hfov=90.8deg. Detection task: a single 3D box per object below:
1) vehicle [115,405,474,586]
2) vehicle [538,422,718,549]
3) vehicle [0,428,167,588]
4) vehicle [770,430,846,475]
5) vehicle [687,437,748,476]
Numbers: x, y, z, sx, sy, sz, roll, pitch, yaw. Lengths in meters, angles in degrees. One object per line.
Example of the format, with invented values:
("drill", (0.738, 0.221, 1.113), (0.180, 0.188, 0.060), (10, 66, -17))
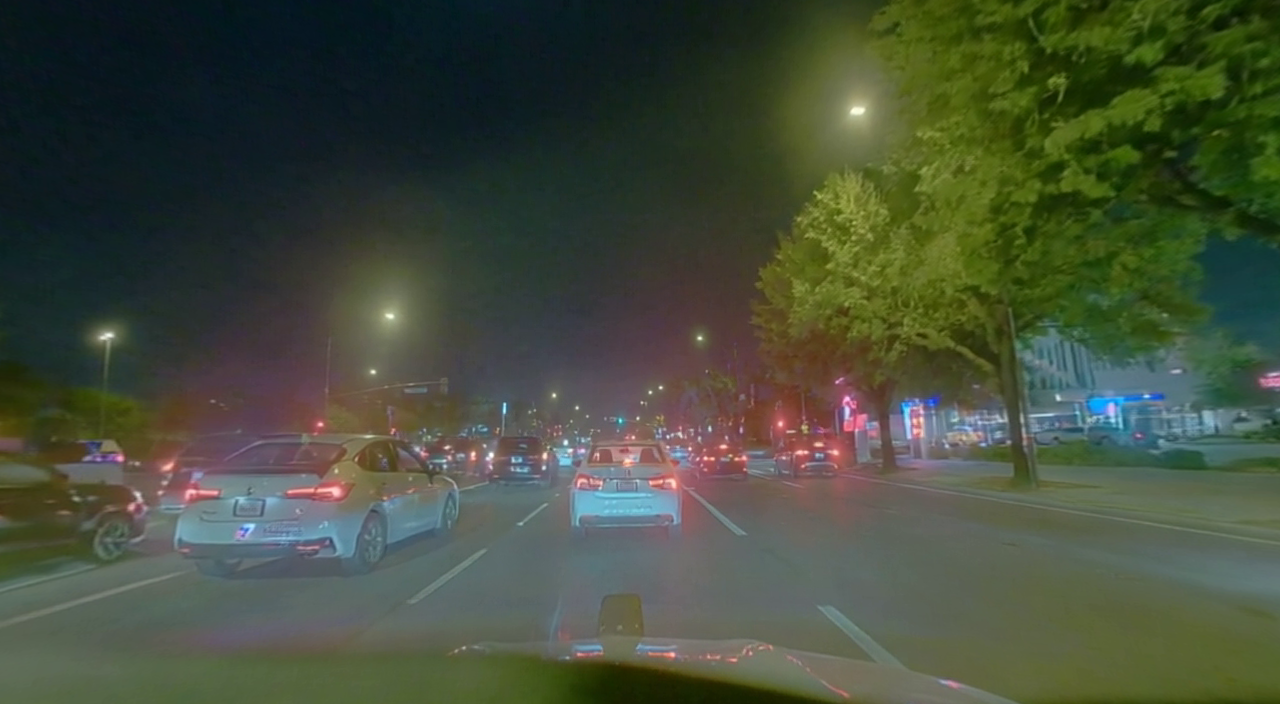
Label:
("vehicle", (-3.720, 1.627, 7.980), (2.009, 1.619, 4.376), (0, -9, 1))
("vehicle", (-0.177, 1.916, 9.741), (2.161, 1.501, 4.184), (0, -9, -1))
("vehicle", (-6.913, 1.475, 5.939), (1.748, 1.485, 4.090), (0, -9, 0))
("vehicle", (6.772, 4.101, 25.932), (1.889, 1.681, 4.120), (0, -9, -1))
("vehicle", (3.144, 4.338, 26.498), (1.905, 1.473, 4.183), (0, -9, -2))
